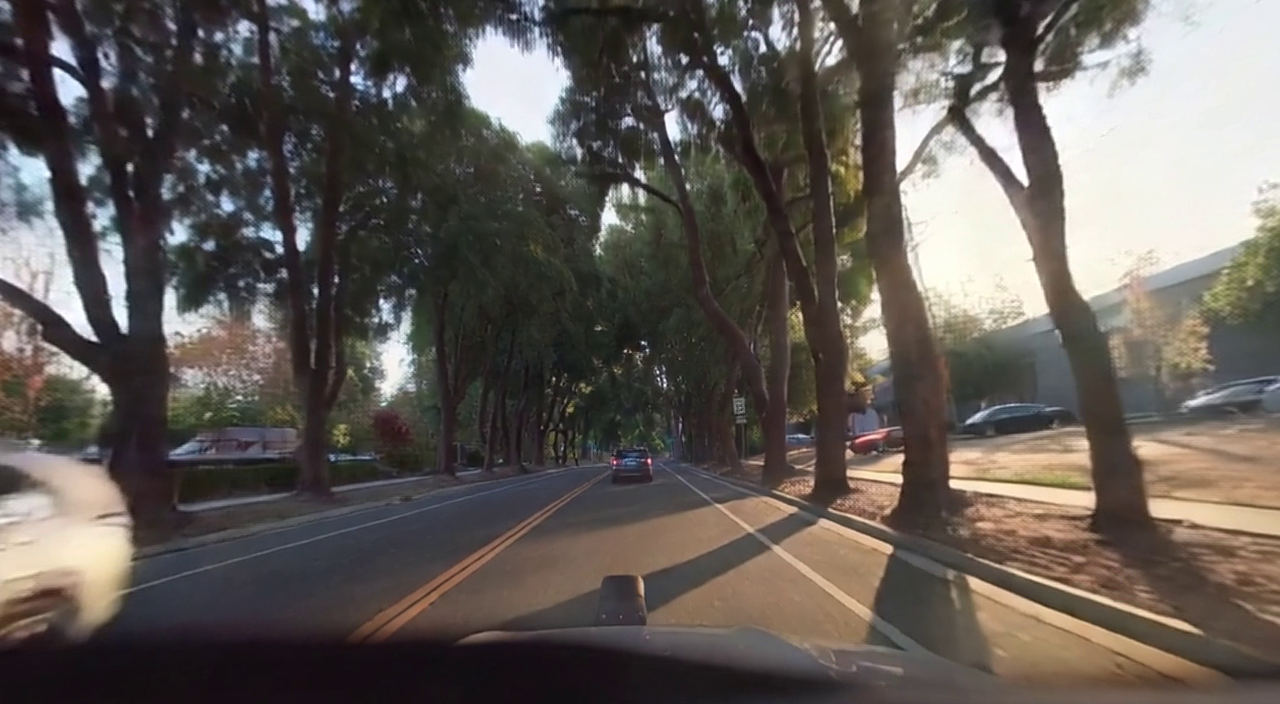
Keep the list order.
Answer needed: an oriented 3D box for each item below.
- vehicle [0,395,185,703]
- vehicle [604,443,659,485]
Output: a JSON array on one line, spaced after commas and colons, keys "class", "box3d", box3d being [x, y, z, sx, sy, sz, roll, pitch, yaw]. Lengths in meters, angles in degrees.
[{"class": "vehicle", "box3d": [-4.266, 0.991, 2.472, 2.078, 1.720, 3.822, -1, -8, 0]}, {"class": "vehicle", "box3d": [-0.285, 4.676, 26.702, 2.152, 1.574, 4.223, -1, -8, 1]}]
